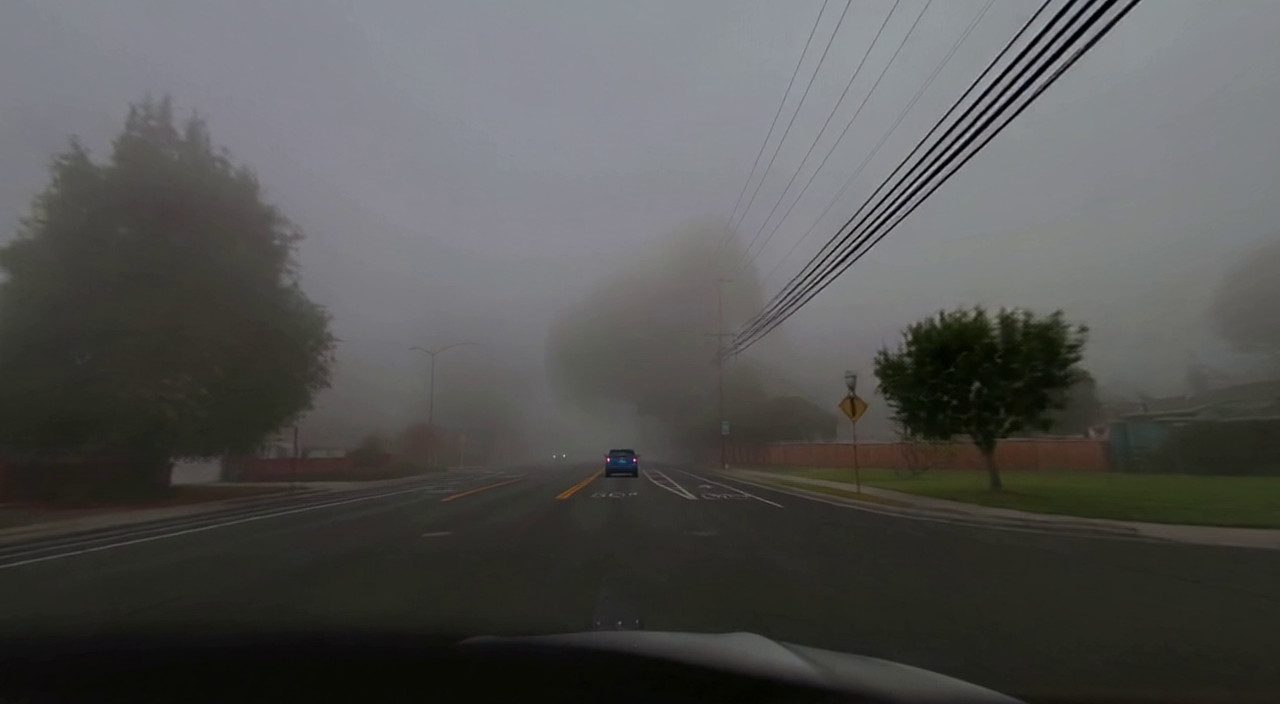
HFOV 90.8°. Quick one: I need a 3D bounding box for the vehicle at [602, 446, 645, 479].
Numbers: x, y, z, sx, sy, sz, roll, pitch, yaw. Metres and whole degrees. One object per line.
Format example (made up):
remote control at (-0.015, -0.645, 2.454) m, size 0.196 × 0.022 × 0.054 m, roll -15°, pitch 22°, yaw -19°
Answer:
vehicle at (-0.902, 5.912, 34.104) m, size 2.139 × 1.699 × 3.916 m, roll 0°, pitch -8°, yaw -2°
